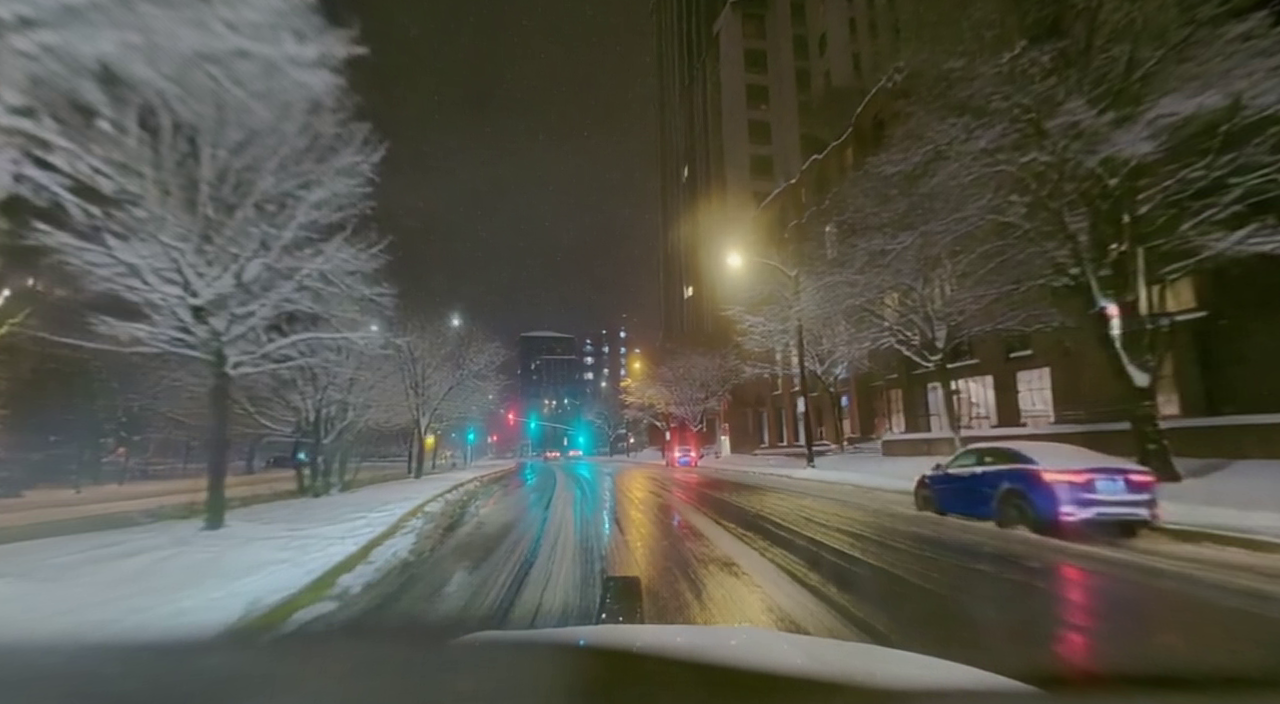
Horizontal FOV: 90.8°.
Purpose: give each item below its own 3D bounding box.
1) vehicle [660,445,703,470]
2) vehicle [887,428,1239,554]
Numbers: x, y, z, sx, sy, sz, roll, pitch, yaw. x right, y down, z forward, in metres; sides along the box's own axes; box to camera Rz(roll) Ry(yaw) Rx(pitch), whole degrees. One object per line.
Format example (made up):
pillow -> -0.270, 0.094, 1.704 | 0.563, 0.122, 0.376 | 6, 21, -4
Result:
vehicle -> 2.854, 7.401, 44.500 | 2.042, 1.635, 4.858 | 1, -9, -8
vehicle -> 6.111, 2.054, 10.199 | 1.984, 1.479, 5.102 | 1, -8, -3
